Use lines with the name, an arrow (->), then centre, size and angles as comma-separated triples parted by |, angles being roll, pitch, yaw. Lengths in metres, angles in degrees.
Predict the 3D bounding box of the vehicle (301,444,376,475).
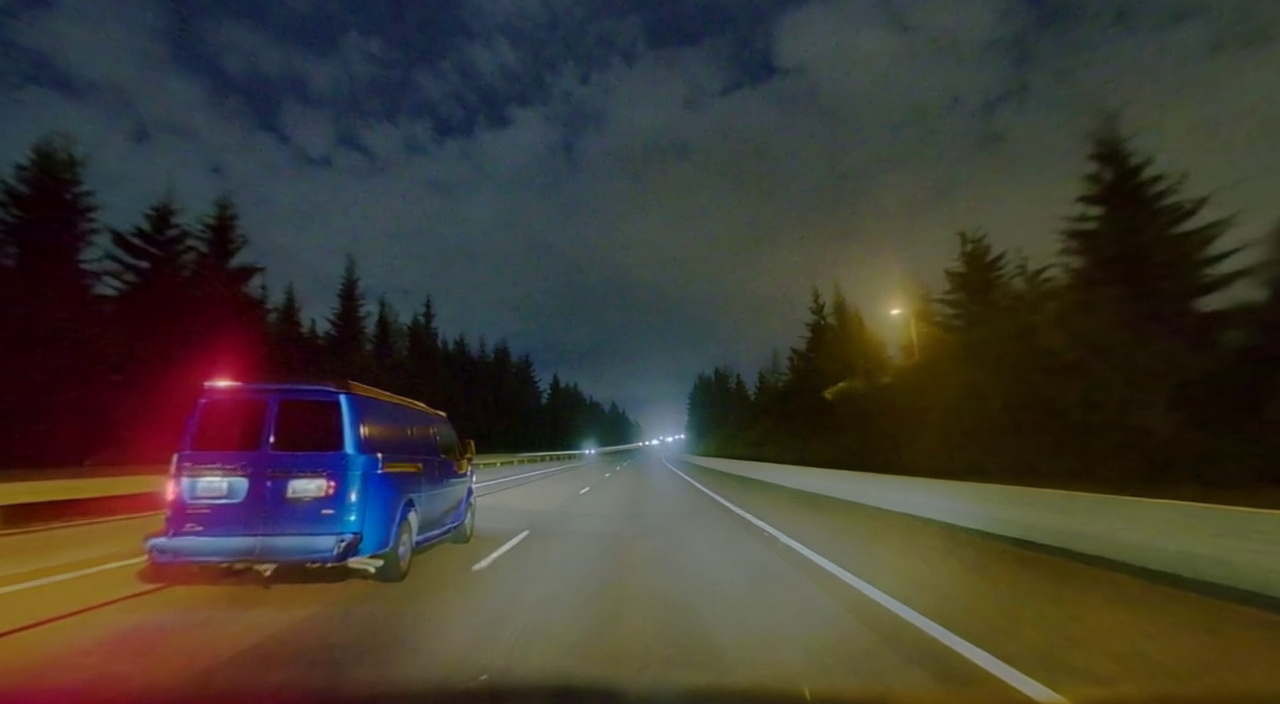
vehicle -> -15.962, 5.714, 33.642 | 1.810, 1.496, 4.271 | 0, -9, 1
